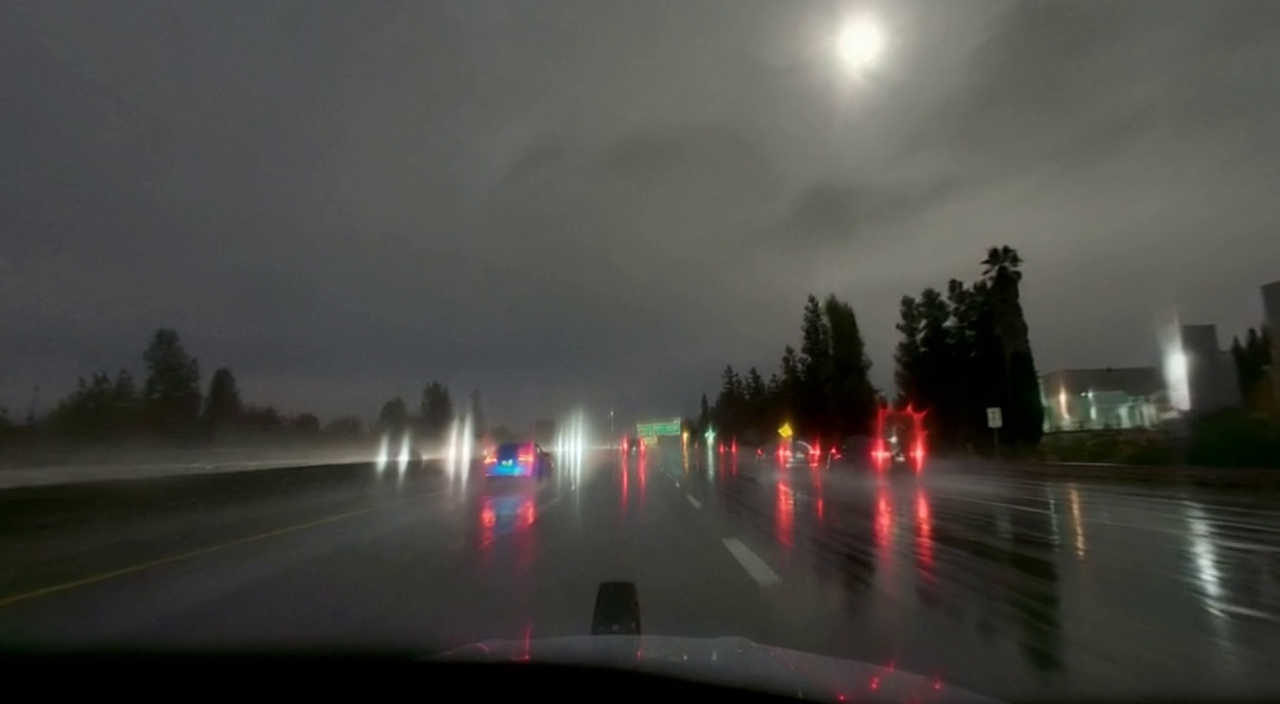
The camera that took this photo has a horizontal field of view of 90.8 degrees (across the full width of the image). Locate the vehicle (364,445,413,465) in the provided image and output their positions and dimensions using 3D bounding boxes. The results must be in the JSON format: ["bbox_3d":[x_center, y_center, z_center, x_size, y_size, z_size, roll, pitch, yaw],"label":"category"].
[{"bbox_3d":[-19.537,7.977,49.268,1.962,1.469,4.599,0,-8,0],"label":"vehicle"}]

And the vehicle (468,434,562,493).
[{"bbox_3d":[-3.725,3.412,19.769,1.996,1.617,4.637,0,-8,0],"label":"vehicle"}]
